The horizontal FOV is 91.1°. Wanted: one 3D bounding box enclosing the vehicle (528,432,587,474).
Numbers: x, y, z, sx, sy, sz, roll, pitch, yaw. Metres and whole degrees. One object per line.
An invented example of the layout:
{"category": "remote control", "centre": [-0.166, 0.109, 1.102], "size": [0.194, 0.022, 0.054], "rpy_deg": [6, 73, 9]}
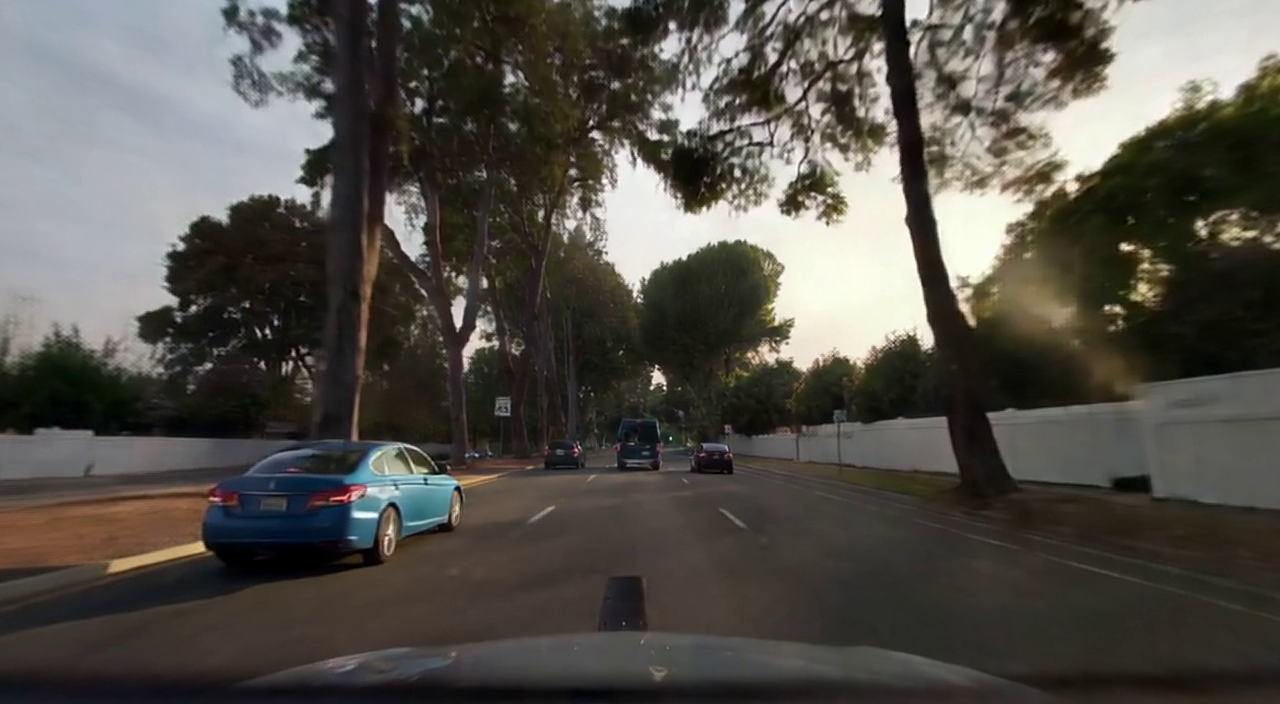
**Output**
{"category": "vehicle", "centre": [-3.593, 4.503, 28.242], "size": [2.021, 1.715, 4.329], "rpy_deg": [0, -8, 1]}

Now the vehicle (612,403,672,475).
{"category": "vehicle", "centre": [-0.010, 3.763, 27.090], "size": [2.311, 2.726, 5.814], "rpy_deg": [1, -8, -2]}

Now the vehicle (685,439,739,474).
{"category": "vehicle", "centre": [3.259, 4.823, 29.291], "size": [1.945, 1.469, 4.258], "rpy_deg": [0, -8, -1]}

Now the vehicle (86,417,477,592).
{"category": "vehicle", "centre": [-3.675, 1.633, 7.737], "size": [2.036, 1.474, 4.647], "rpy_deg": [0, -8, 0]}
